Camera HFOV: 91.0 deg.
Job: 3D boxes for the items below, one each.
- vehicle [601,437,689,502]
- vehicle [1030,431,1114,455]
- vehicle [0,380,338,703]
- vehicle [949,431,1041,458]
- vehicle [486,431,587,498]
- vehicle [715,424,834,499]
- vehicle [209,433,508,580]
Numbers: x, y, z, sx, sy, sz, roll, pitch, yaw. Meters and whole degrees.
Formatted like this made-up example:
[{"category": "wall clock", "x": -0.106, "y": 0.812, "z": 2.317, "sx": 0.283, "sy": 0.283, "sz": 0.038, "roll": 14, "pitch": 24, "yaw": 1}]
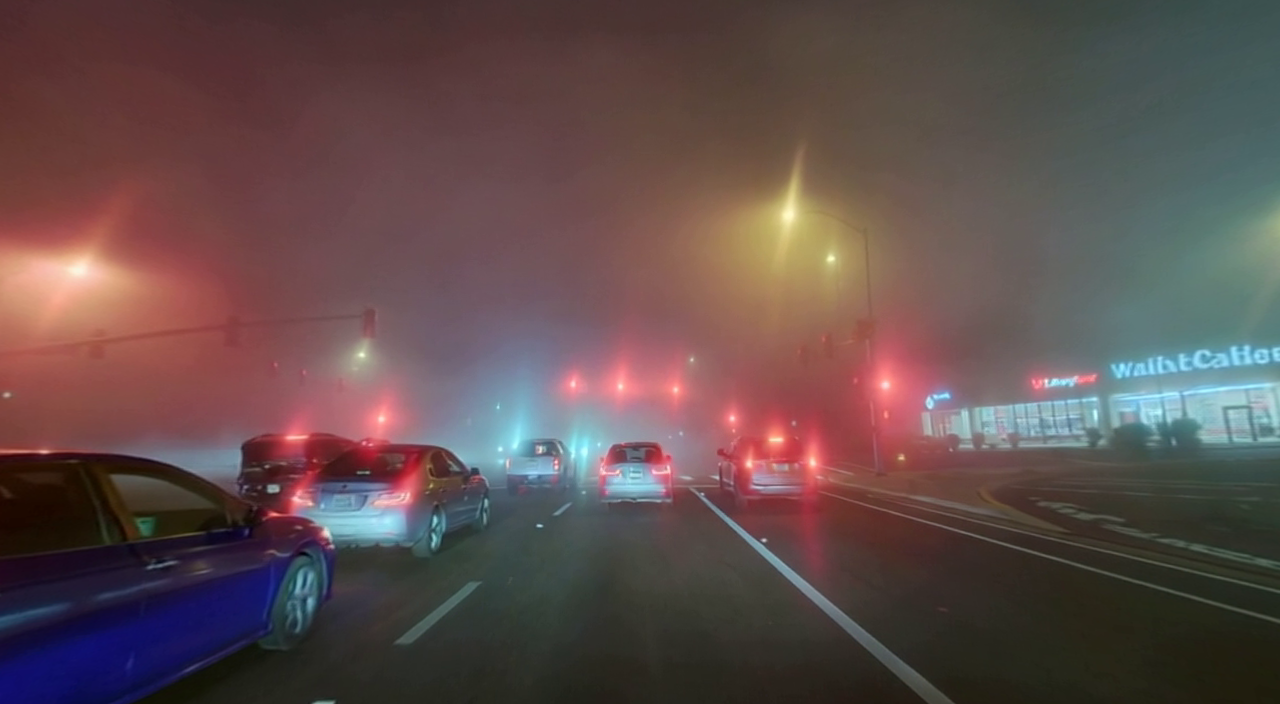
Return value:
[{"category": "vehicle", "x": 0.142, "y": 3.037, "z": 16.655, "sx": 2.032, "sy": 1.499, "sz": 3.994, "roll": 0, "pitch": -9, "yaw": 1}, {"category": "vehicle", "x": 30.582, "y": 6.473, "z": 44.681, "sx": 4.432, "sy": 1.680, "sz": 1.932, "roll": 0, "pitch": -9, "yaw": 2}, {"category": "vehicle", "x": -3.077, "y": 0.786, "z": 1.471, "sx": 2.249, "sy": 1.517, "sz": 4.951, "roll": 0, "pitch": -9, "yaw": 1}, {"category": "vehicle", "x": 23.336, "y": 6.097, "z": 41.496, "sx": 4.781, "sy": 1.700, "sz": 1.986, "roll": 0, "pitch": -9, "yaw": 1}, {"category": "vehicle", "x": -2.823, "y": 3.197, "z": 18.182, "sx": 2.072, "sy": 1.694, "sz": 4.070, "roll": 0, "pitch": -9, "yaw": 2}, {"category": "vehicle", "x": 3.352, "y": 2.856, "z": 16.689, "sx": 2.076, "sy": 1.691, "sz": 4.402, "roll": 0, "pitch": -9, "yaw": -2}, {"category": "vehicle", "x": -3.331, "y": 1.911, "z": 8.633, "sx": 2.014, "sy": 1.472, "sz": 4.357, "roll": 0, "pitch": -9, "yaw": 1}]
